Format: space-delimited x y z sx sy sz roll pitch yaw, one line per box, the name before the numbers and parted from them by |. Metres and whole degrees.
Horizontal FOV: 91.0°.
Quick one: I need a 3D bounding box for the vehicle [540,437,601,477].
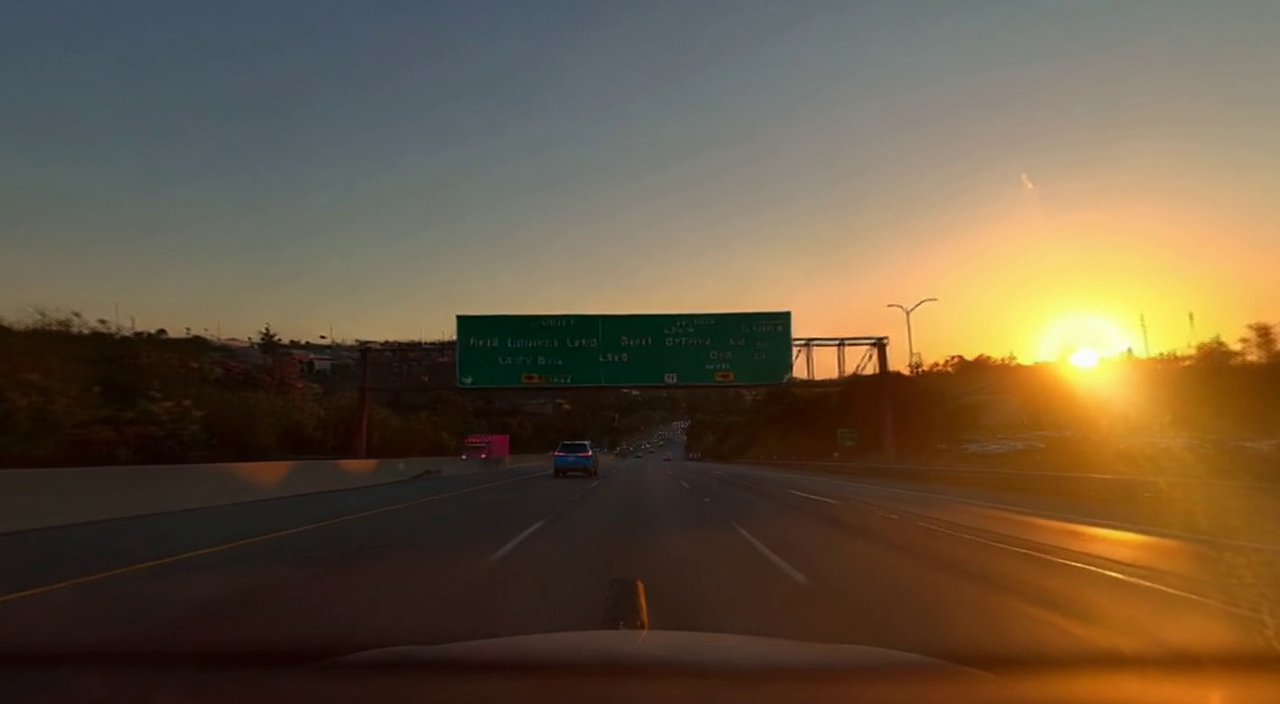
vehicle | -3.589 5.613 33.780 2.431 1.928 5.760 0 -9 2
